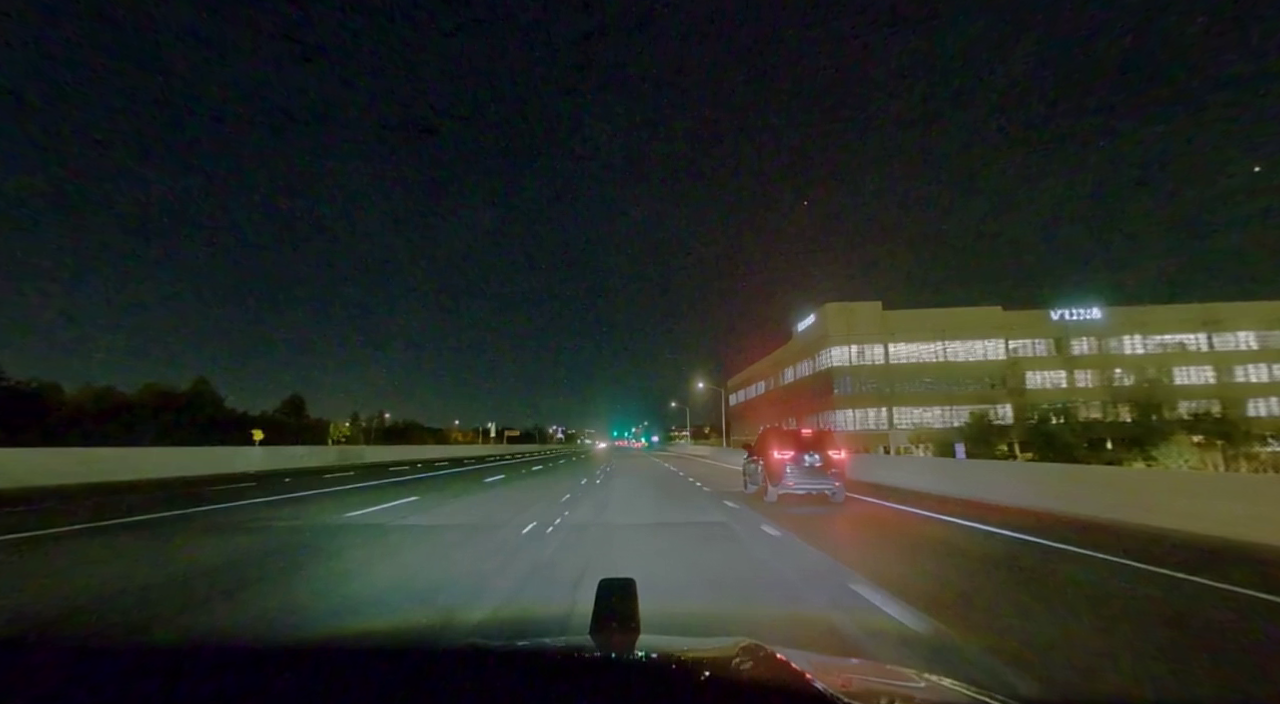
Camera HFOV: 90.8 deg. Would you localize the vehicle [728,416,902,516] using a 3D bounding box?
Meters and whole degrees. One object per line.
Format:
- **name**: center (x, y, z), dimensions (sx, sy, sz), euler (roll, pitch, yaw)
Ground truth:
- **vehicle**: center (3.447, 2.400, 13.743), dimensions (2.212, 1.753, 5.064), euler (0, -9, -1)
